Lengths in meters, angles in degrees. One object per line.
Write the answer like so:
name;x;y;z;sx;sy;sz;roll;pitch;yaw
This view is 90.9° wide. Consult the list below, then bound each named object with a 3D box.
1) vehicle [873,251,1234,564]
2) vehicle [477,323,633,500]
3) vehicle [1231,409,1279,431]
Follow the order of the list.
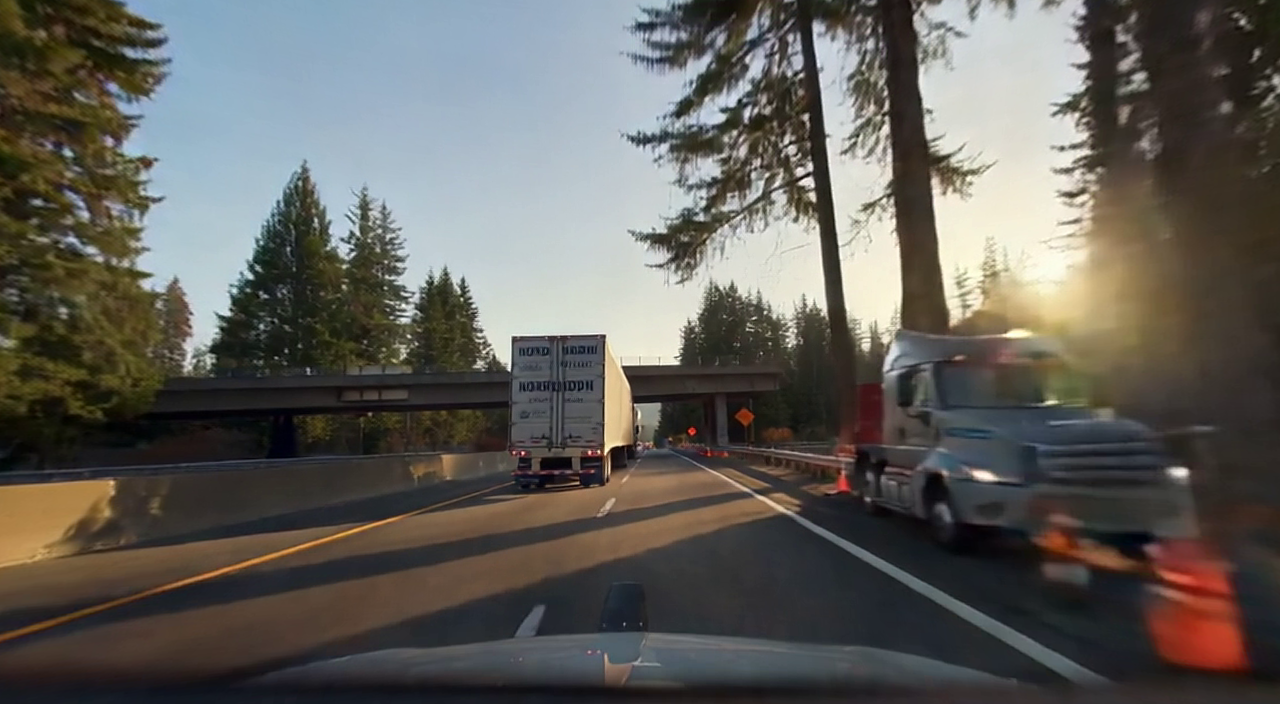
vehicle;5.263;0.808;8.859;2.928;3.571;3.032;-1;-8;6
vehicle;-2.008;2.509;22.579;2.873;4.060;16.327;0;-8;2
vehicle;45.878;5.074;46.858;4.509;1.491;1.947;6;-10;-37
